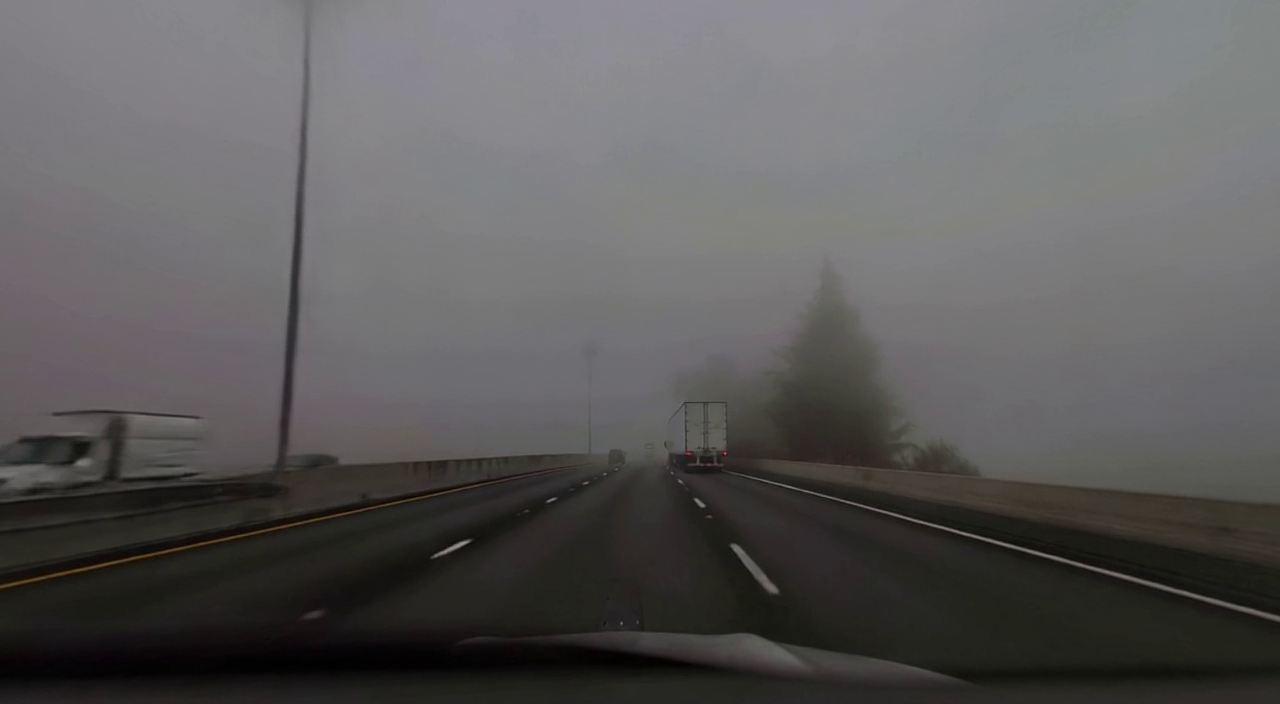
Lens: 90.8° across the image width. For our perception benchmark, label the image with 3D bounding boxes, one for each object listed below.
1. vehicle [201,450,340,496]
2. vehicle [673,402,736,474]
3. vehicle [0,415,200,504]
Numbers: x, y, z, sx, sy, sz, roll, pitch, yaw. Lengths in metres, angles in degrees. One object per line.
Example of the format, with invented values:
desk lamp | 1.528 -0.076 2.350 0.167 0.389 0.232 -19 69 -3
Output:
vehicle | -13.220 4.352 23.016 2.001 1.480 4.758 0 -9 2
vehicle | 3.954 5.979 42.583 2.901 4.032 14.338 0 -9 1
vehicle | -20.264 4.001 23.756 2.609 2.874 6.399 0 -9 1
